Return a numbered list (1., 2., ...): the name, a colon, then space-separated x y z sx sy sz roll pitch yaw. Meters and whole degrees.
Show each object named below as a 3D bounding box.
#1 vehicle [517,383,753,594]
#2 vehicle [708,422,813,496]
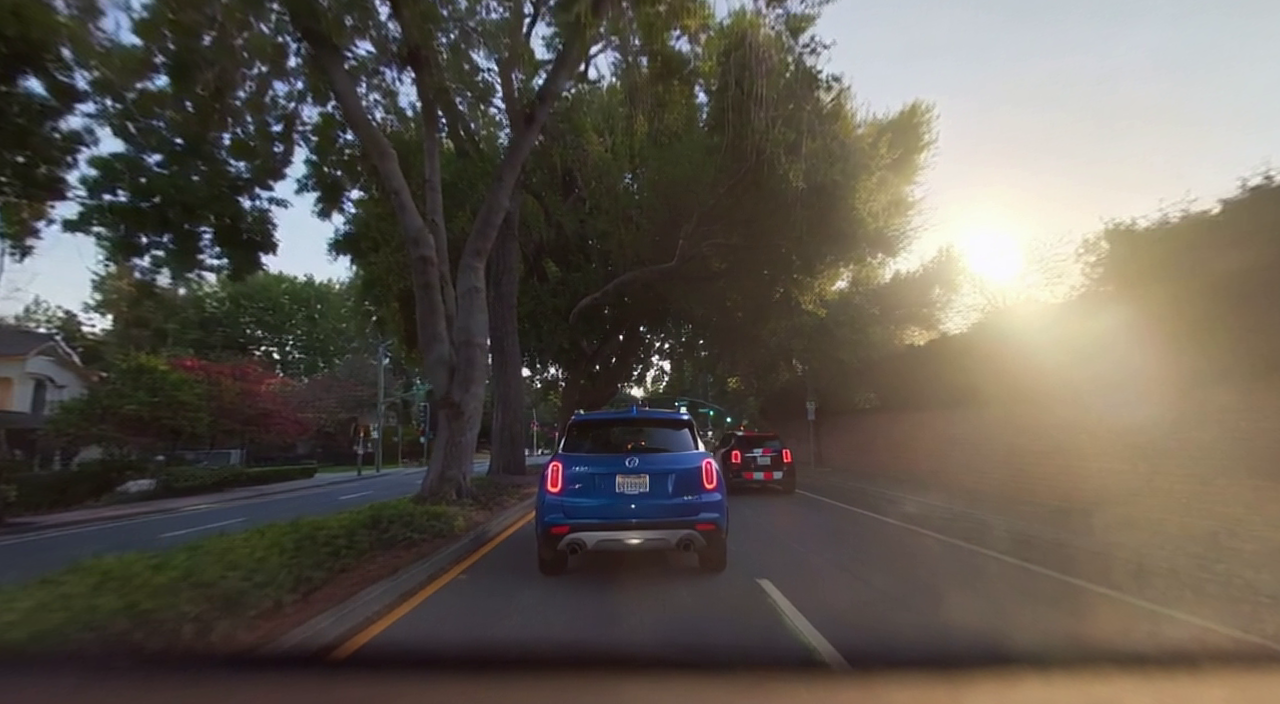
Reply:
1. vehicle: -0.081 1.388 6.978 1.984 1.777 3.148 0 -9 -2
2. vehicle: 3.052 2.827 16.874 1.840 1.709 4.202 0 -9 -2
